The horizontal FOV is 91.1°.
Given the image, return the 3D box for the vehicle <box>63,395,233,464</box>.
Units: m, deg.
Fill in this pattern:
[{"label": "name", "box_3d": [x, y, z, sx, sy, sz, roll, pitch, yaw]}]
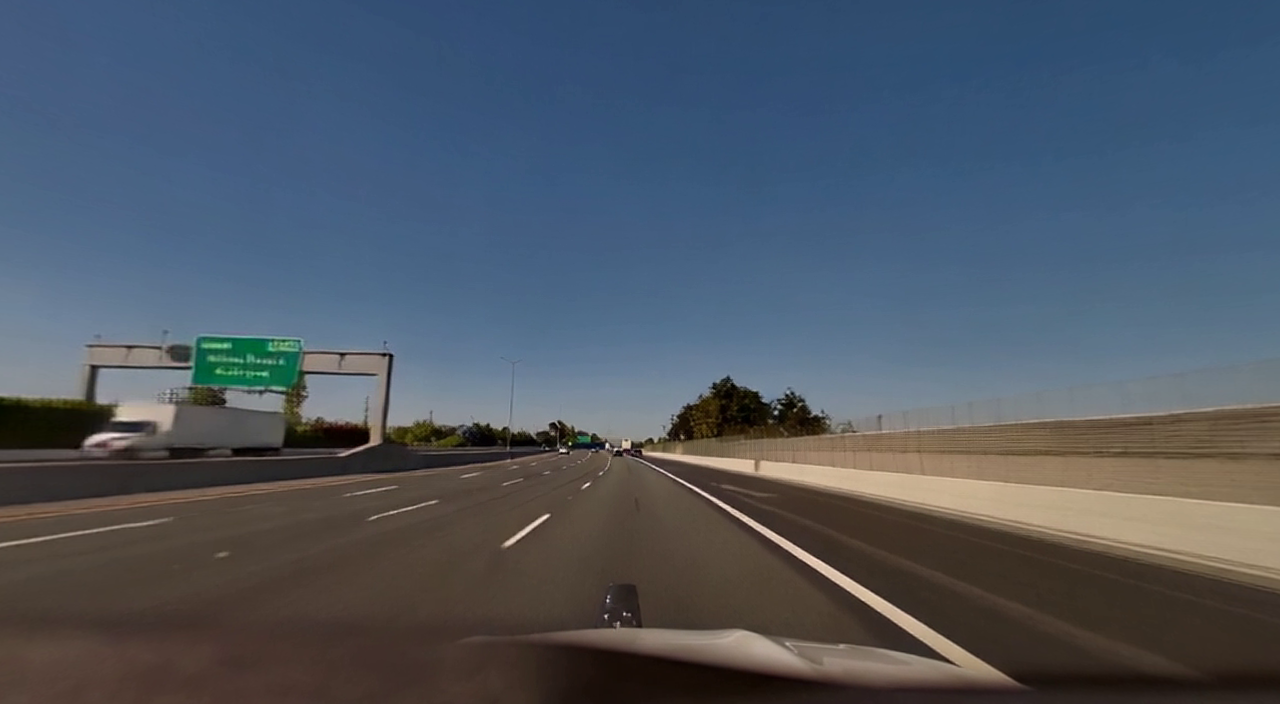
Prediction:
[{"label": "vehicle", "box_3d": [-31.824, 5.277, 41.610, 2.947, 3.997, 10.418, 0, -9, -2]}]
